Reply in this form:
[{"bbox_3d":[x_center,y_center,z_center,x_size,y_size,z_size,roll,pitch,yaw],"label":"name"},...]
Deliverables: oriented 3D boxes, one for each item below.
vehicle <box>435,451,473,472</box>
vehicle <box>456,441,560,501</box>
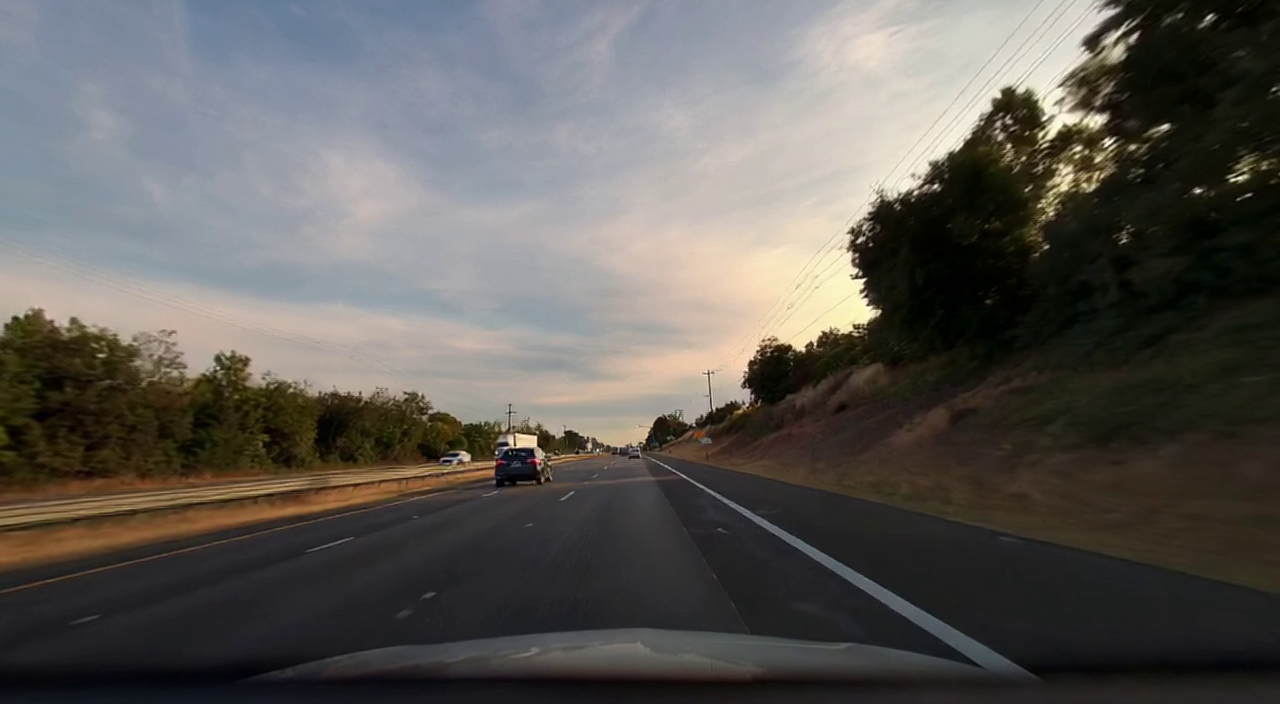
[{"bbox_3d":[-13.276,7.823,44.845,1.642,1.383,3.633,0,-9,-1],"label":"vehicle"},{"bbox_3d":[-3.715,3.438,18.534,2.123,1.545,4.404,0,-9,0],"label":"vehicle"}]
